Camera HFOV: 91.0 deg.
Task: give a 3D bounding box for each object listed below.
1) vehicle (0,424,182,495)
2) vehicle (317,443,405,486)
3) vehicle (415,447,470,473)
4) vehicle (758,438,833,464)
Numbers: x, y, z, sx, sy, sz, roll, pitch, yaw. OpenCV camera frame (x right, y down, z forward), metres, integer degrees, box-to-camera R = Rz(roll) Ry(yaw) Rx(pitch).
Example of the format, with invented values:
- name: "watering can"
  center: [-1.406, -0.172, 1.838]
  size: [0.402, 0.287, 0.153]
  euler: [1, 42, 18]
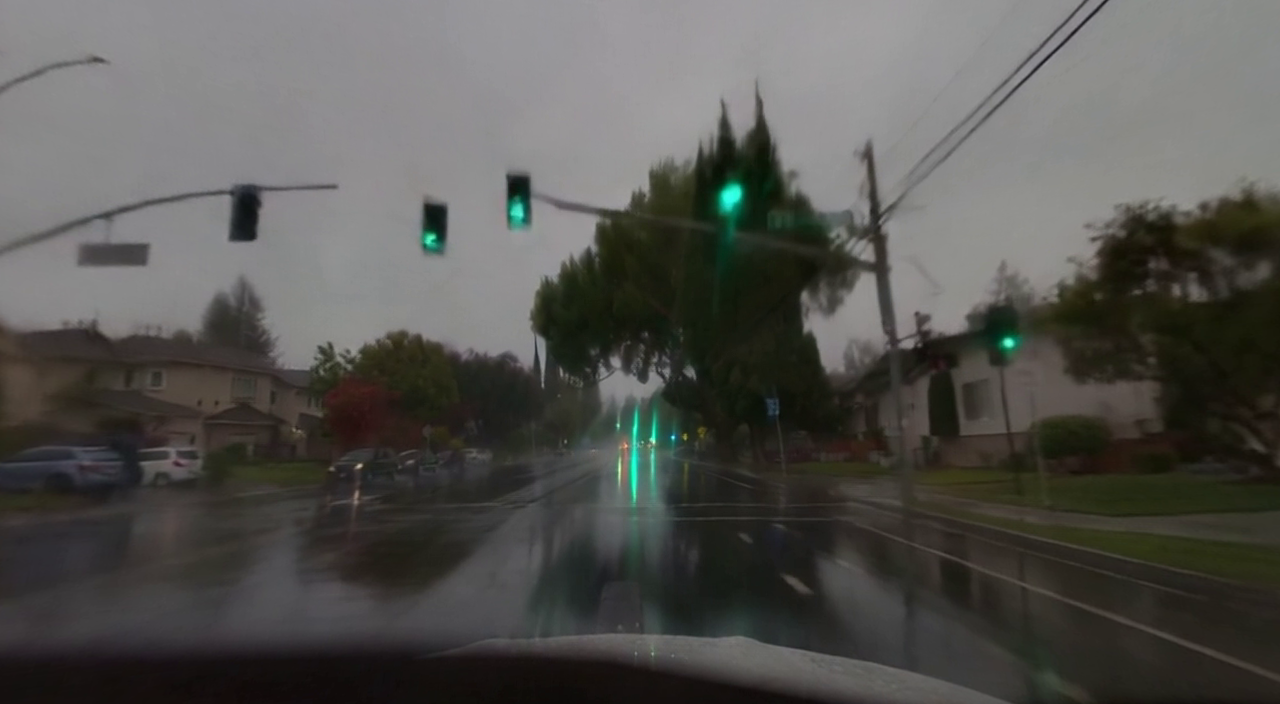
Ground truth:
- name: "vehicle"
  center: [-18.019, 3.358, 19.599]
  size: [5.656, 1.999, 2.307]
  euler: [-1, -10, 2]
- name: "vehicle"
  center: [-12.108, 4.920, 27.640]
  size: [1.932, 1.673, 4.314]
  euler: [-1, -10, -1]
- name: "vehicle"
  center: [-12.123, 6.678, 38.868]
  size: [1.888, 1.477, 4.629]
  euler: [-1, -10, 0]
- name: "vehicle"
  center: [11.293, 7.215, 45.949]
  size: [4.880, 1.842, 2.069]
  euler: [0, -9, -1]
